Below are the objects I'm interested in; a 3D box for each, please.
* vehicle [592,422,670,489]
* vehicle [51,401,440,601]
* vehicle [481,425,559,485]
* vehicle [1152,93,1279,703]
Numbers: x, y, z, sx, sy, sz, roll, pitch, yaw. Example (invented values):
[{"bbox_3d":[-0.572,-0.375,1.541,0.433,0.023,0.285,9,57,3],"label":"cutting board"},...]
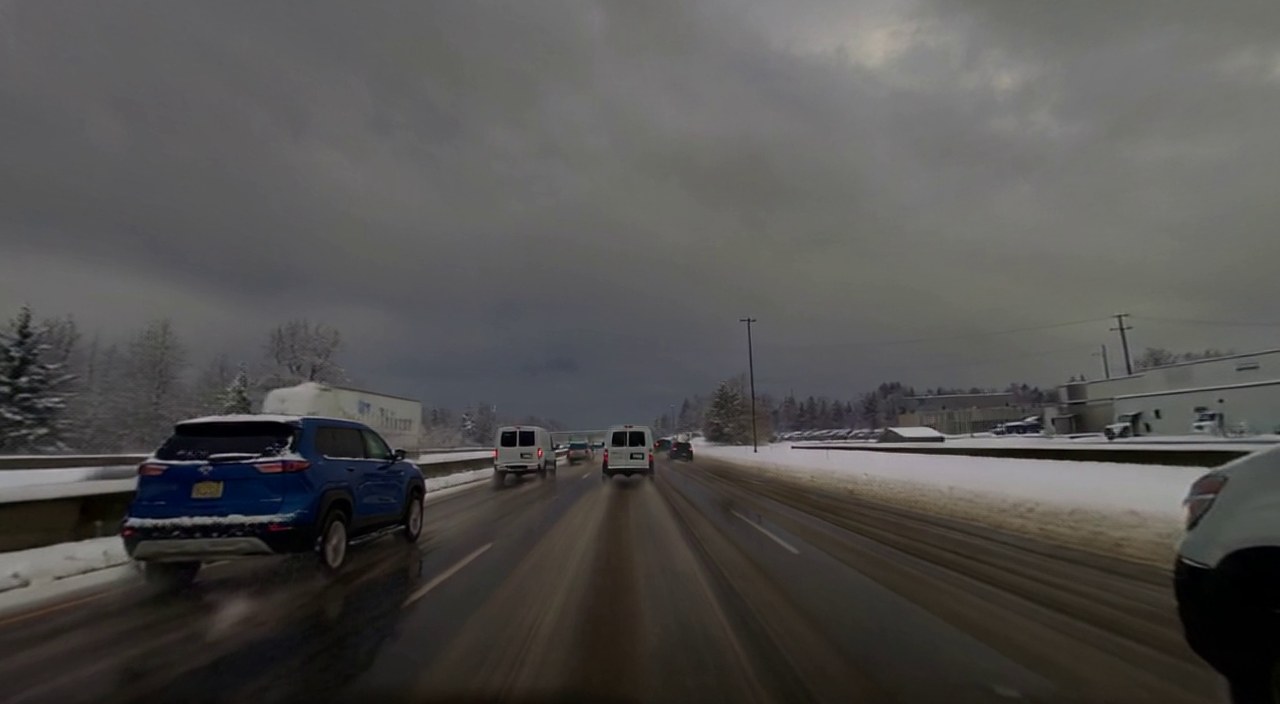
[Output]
[{"bbox_3d":[-0.342,3.367,20.821,2.304,1.925,4.282,0,-8,-2],"label":"vehicle"},{"bbox_3d":[-4.124,1.595,7.698,1.972,1.703,4.333,0,-8,-1],"label":"vehicle"},{"bbox_3d":[-4.216,3.683,22.793,2.038,1.936,4.300,0,-8,-1],"label":"vehicle"},{"bbox_3d":[3.896,-0.087,0.232,2.427,2.652,5.769,-1,-8,0],"label":"vehicle"}]
